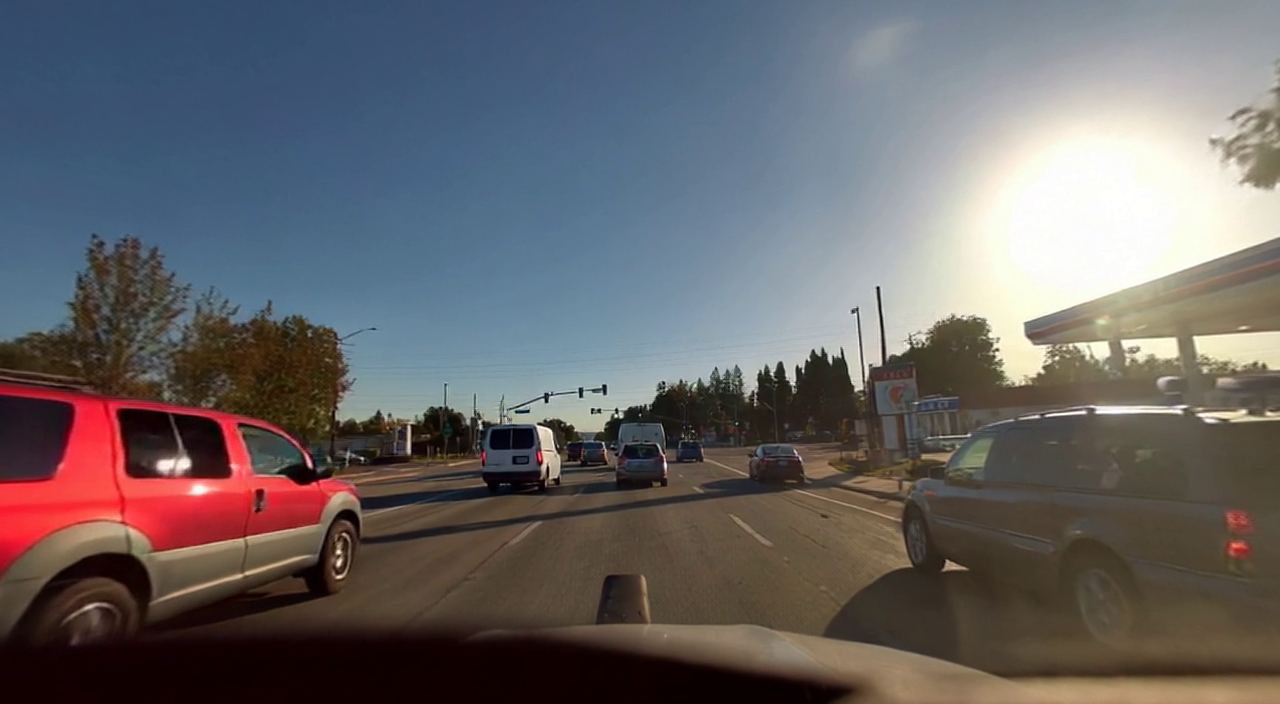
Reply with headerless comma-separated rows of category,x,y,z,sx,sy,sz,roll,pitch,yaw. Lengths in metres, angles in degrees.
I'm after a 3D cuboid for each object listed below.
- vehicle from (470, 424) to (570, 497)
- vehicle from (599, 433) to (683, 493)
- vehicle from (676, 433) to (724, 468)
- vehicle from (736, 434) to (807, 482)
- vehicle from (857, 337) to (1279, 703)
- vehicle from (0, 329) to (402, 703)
vehicle,-3.510,3.293,19.479,2.025,1.936,4.995,0,-8,1
vehicle,0.049,3.621,20.947,2.426,1.703,5.602,0,-8,0
vehicle,3.315,5.594,35.768,2.193,1.795,5.130,0,-8,0
vehicle,5.031,4.124,24.712,2.119,1.696,4.623,-1,-8,4
vehicle,3.602,1.170,4.893,2.055,1.786,4.817,0,-8,0
vehicle,-3.498,0.989,3.806,2.002,1.747,5.173,0,-8,1
